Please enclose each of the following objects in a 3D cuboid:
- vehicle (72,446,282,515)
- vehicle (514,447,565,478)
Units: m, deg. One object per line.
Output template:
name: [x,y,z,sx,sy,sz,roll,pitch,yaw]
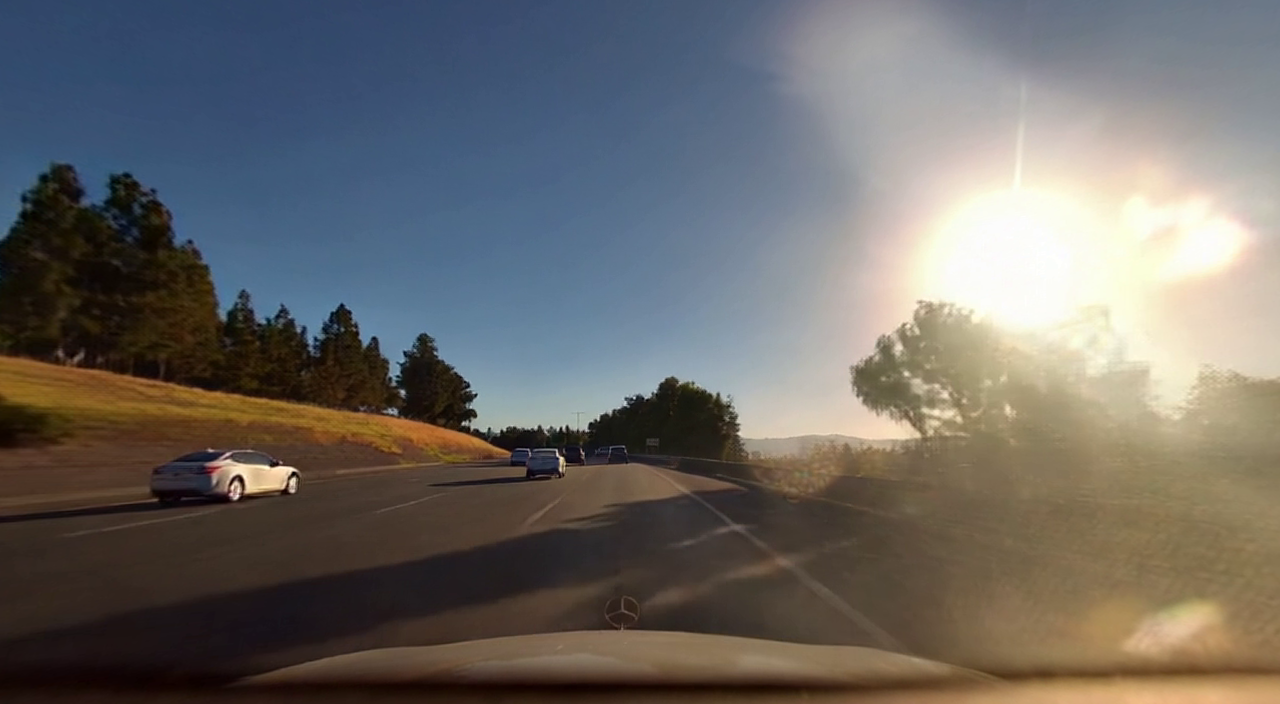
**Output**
vehicle: [-11.498,3.178,16.179,1.960,1.487,4.593,0,-9,-1]
vehicle: [-5.074,5.612,32.264,2.120,1.458,4.031,0,-9,-3]
